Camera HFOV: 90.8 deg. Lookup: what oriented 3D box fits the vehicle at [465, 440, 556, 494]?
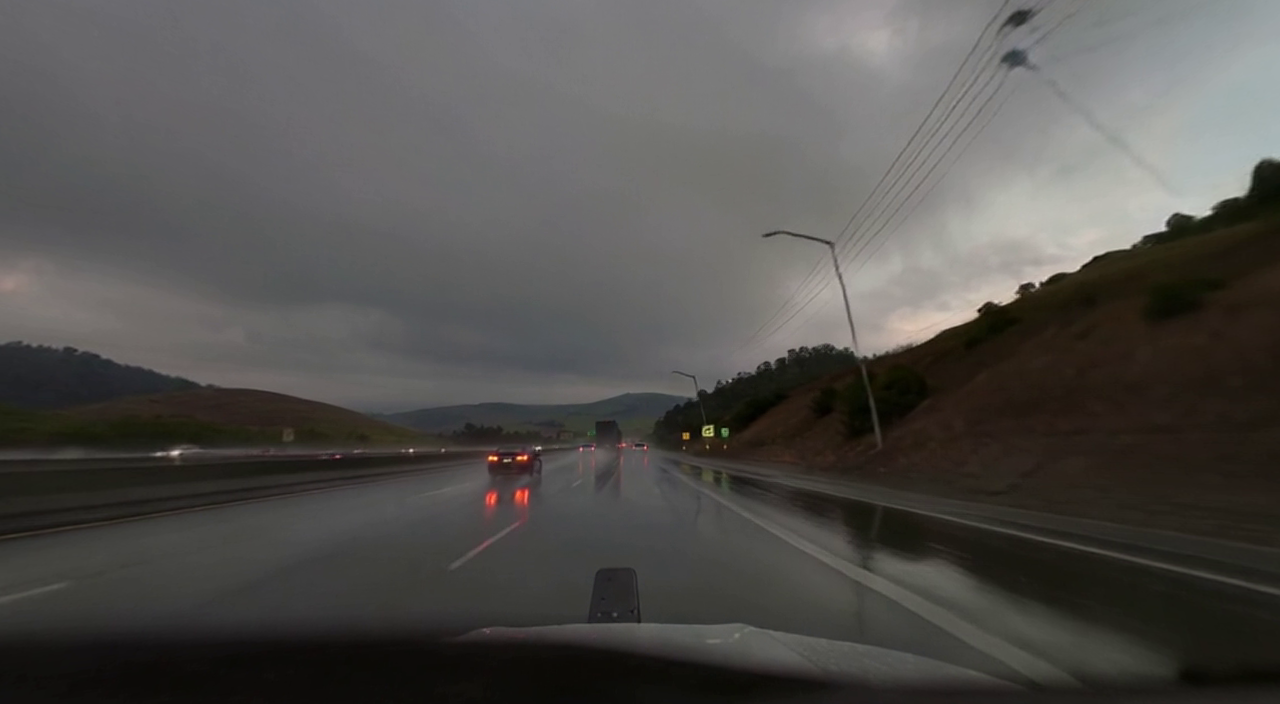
[{"bbox_3d":[-3.982,3.617,20.297,1.963,1.533,4.477,0,-8,0],"label":"vehicle"}]
